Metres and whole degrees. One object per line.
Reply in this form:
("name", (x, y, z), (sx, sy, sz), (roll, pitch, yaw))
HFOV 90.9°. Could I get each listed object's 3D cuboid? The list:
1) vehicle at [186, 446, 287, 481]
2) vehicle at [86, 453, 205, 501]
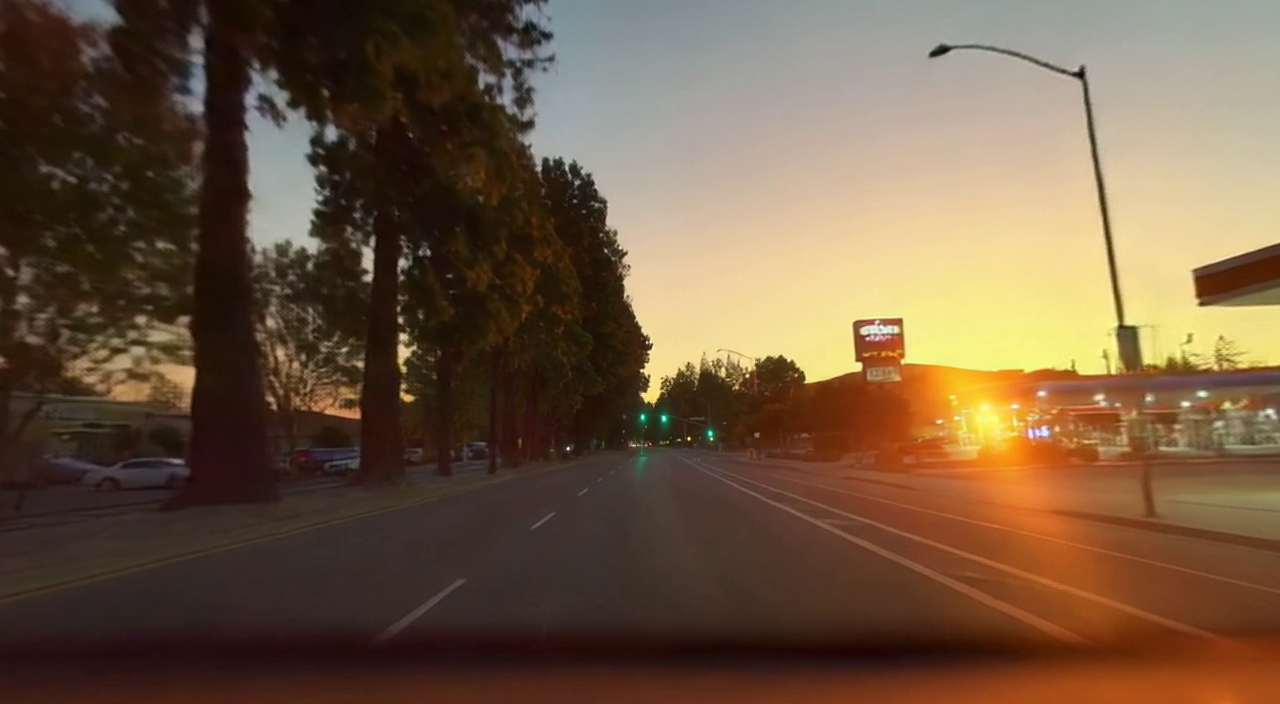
("vehicle", (-23.614, 6.529, 37.030), (4.271, 1.902, 2.281), (0, -9, 1))
("vehicle", (-25.215, 6.358, 32.244), (4.386, 2.004, 1.991), (-4, -9, -2))
